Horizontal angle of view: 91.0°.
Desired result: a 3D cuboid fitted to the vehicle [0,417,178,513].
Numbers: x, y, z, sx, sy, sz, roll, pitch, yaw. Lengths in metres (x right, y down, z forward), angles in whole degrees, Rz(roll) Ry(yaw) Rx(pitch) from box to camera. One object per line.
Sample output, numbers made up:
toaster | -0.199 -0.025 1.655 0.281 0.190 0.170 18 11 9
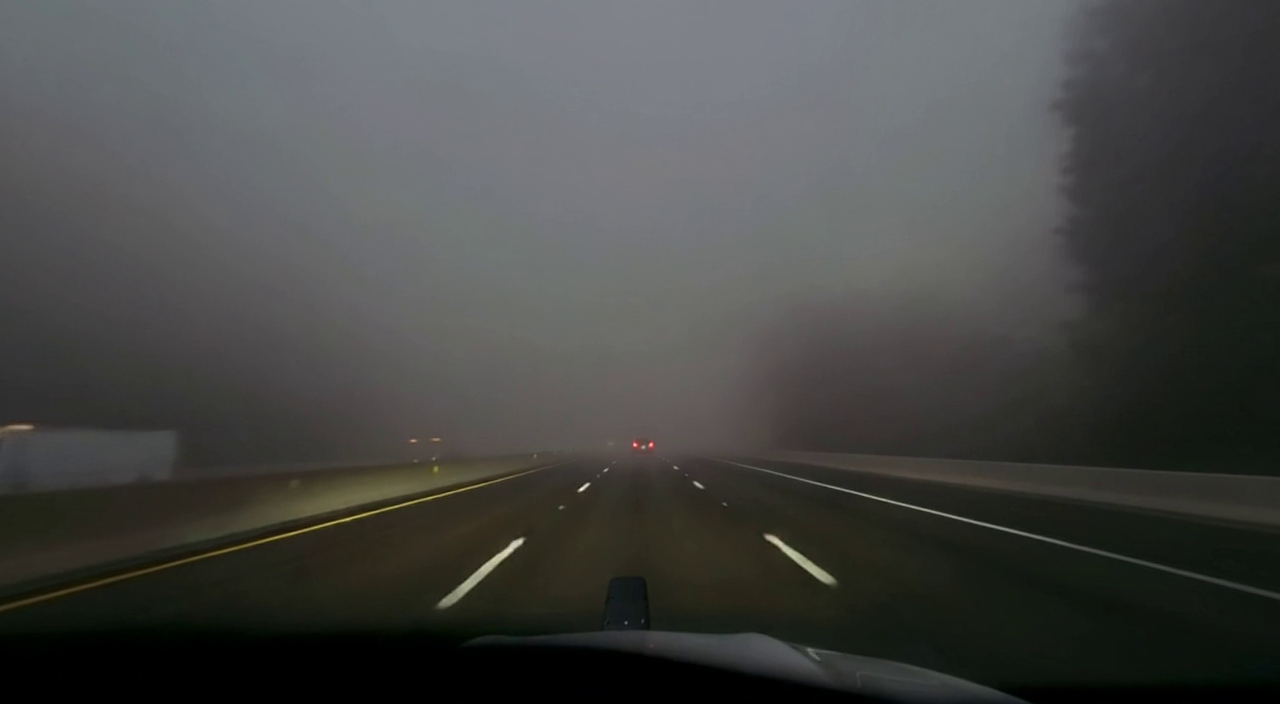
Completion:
vehicle | -18.968 3.703 21.190 2.424 2.756 5.523 0 -8 1
